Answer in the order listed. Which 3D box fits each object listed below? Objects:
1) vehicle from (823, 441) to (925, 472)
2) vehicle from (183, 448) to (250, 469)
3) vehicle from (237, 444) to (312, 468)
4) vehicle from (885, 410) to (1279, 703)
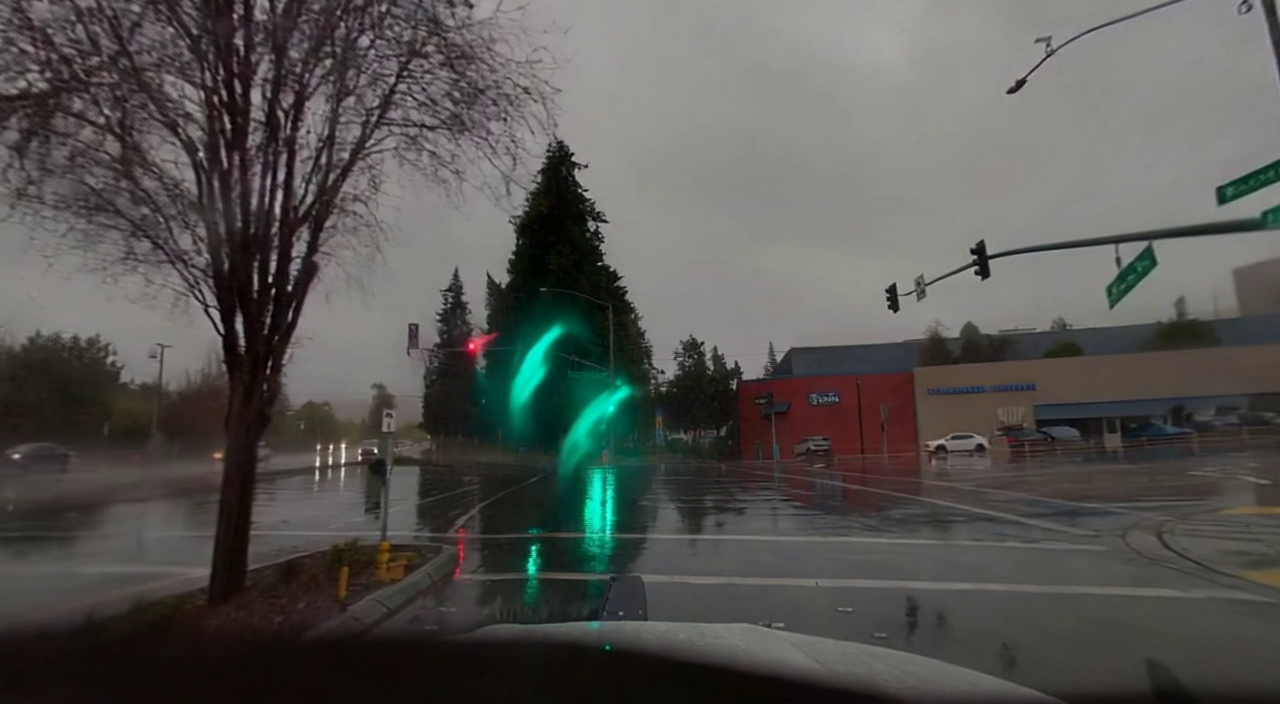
[{"bbox_3d":[11.865,5.261,31.996,4.703,1.492,1.930,3,-9,-22],"label":"vehicle"},{"bbox_3d":[-30.875,7.738,46.124,2.105,1.426,4.202,0,-8,-2],"label":"vehicle"},{"bbox_3d":[-23.680,6.746,41.053,2.201,1.483,4.656,0,-8,-1],"label":"vehicle"},{"bbox_3d":[3.959,1.298,4.884,1.940,1.487,4.562,1,-8,-5],"label":"vehicle"}]
